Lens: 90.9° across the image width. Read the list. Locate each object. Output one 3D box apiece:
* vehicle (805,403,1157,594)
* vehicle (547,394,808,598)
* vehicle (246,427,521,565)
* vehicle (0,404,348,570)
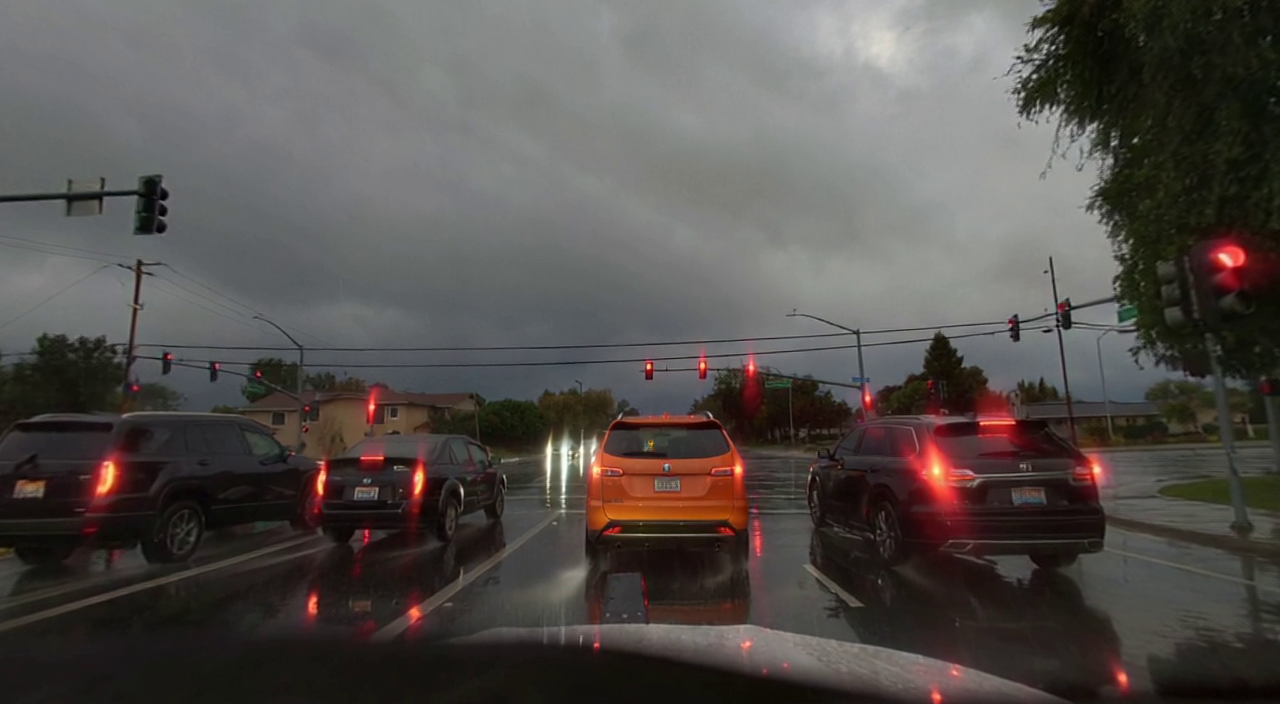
[{"bbox_3d":[3.535,1.593,7.742,2.047,1.638,4.395,-1,-8,4],"label":"vehicle"},{"bbox_3d":[0.398,1.523,7.501,2.198,1.708,4.170,0,-8,2],"label":"vehicle"},{"bbox_3d":[-3.228,1.886,9.101,1.885,1.475,4.359,-1,-8,4],"label":"vehicle"},{"bbox_3d":[-6.627,1.831,9.362,2.075,1.796,4.785,0,-8,3],"label":"vehicle"}]
